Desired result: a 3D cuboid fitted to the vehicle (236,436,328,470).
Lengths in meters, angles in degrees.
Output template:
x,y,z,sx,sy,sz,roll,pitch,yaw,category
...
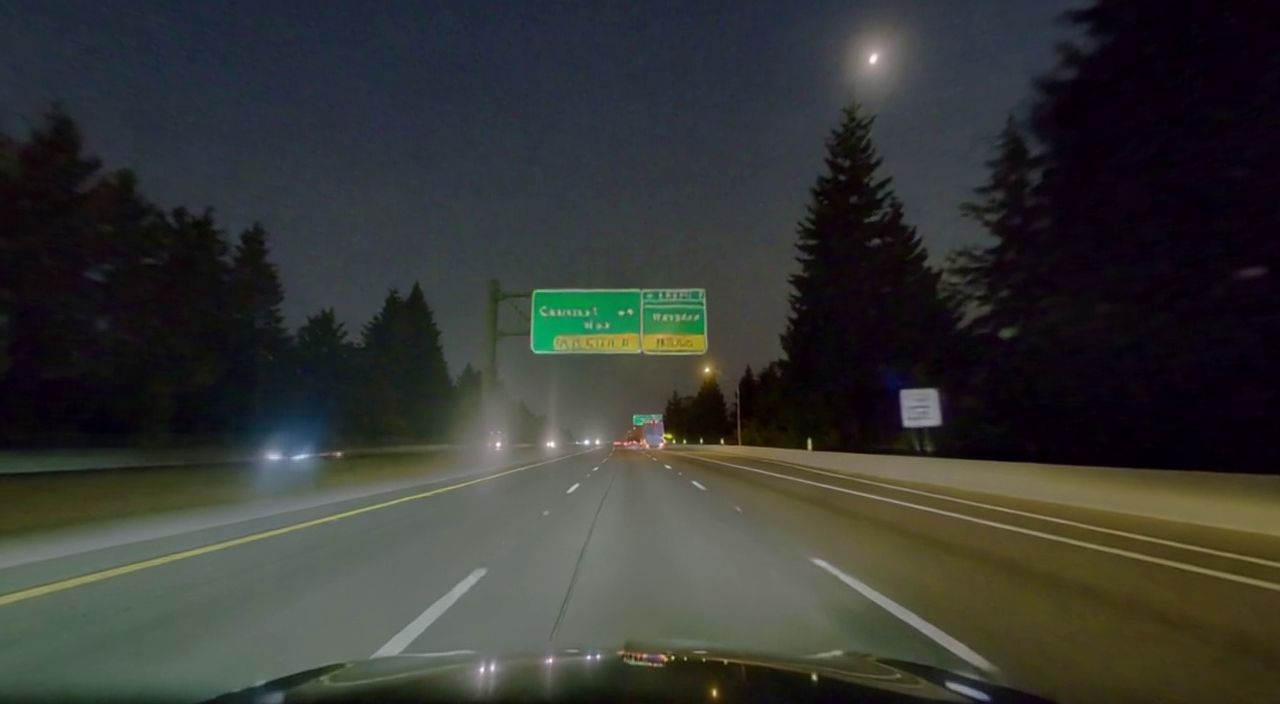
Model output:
x,y,z,sx,sy,sz,roll,pitch,yaw,category
-17.387,4.919,30.835,1.890,1.501,4.553,0,-8,-1,vehicle
